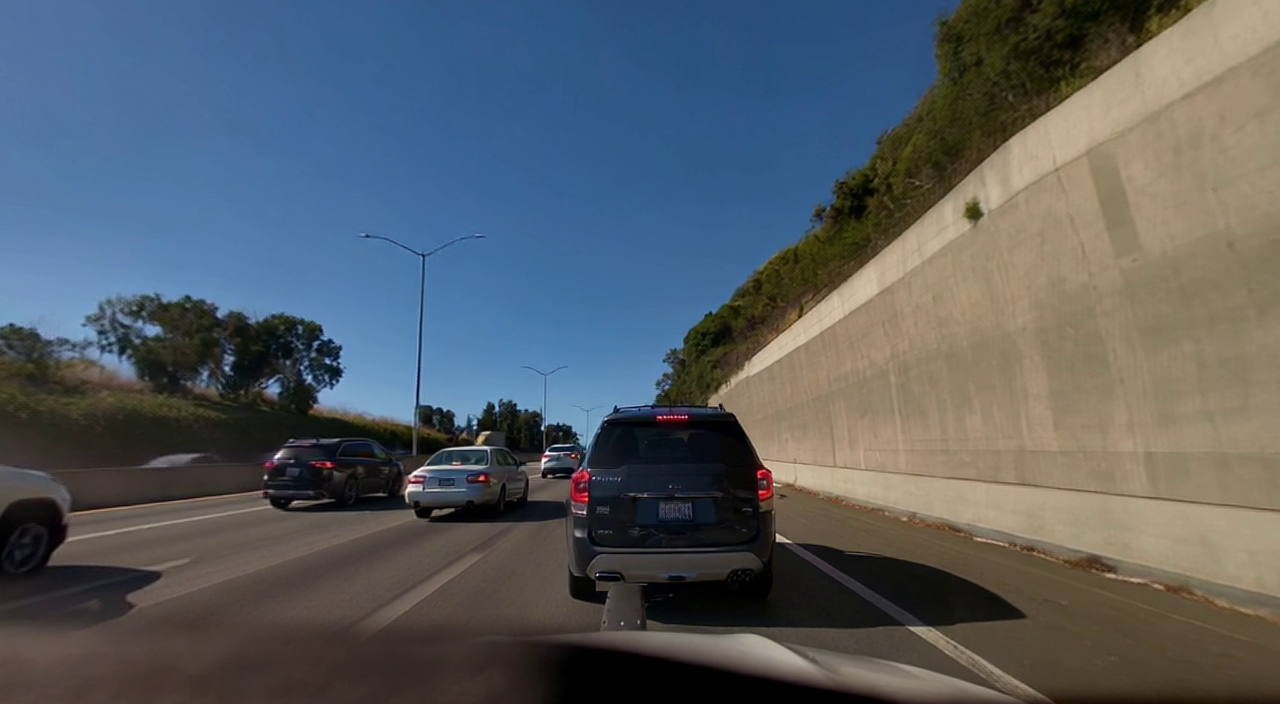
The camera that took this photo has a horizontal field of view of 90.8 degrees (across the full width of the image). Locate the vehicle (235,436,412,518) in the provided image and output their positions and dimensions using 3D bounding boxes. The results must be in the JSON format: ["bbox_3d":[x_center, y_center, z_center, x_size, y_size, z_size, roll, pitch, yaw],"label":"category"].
[{"bbox_3d":[-7.506,2.981,15.602,1.986,1.700,4.558,0,-9,0],"label":"vehicle"}]

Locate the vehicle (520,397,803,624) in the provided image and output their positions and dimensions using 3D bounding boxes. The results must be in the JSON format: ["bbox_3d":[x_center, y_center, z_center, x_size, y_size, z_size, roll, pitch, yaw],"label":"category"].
[{"bbox_3d":[0.129,1.647,7.670,2.210,1.760,5.303,0,-9,-1],"label":"vehicle"}]

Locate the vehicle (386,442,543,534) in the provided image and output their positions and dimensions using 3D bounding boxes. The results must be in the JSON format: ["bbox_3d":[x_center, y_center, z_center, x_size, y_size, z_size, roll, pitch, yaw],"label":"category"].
[{"bbox_3d":[-3.234,2.574,12.535,1.917,1.506,3.949,0,-9,1],"label":"vehicle"}]
